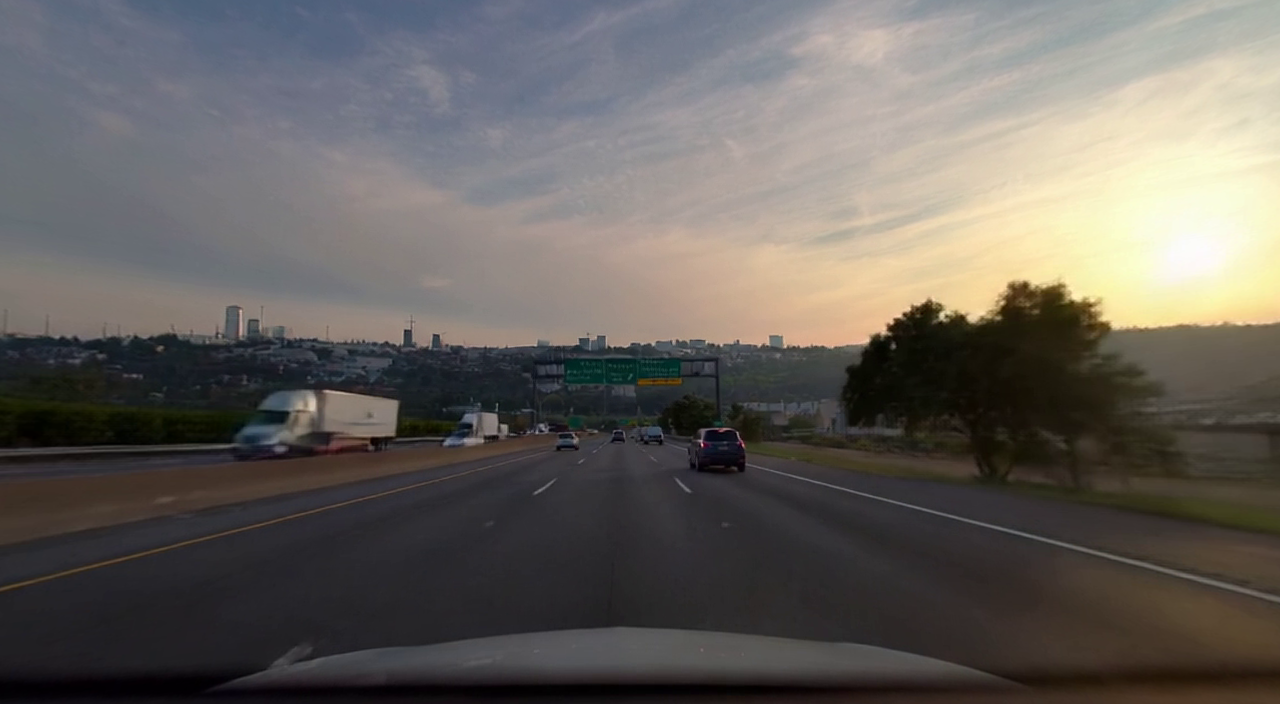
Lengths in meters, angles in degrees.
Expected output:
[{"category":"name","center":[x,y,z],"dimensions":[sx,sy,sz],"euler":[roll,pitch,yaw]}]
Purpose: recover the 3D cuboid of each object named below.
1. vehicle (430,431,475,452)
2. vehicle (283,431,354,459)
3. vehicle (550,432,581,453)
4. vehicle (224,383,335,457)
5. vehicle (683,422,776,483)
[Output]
[{"category":"vehicle","center":[-14.053,6.725,47.527],"dimensions":[2.037,1.495,4.668],"euler":[0,-8,-1]},{"category":"vehicle","center":[-17.312,5.005,34.119],"dimensions":[1.885,1.441,3.879],"euler":[0,-8,-1]},{"category":"vehicle","center":[-5.657,6.935,48.458],"dimensions":[1.996,1.518,4.229],"euler":[0,-8,-2]},{"category":"vehicle","center":[-21.023,4.099,37.221],"dimensions":[3.007,3.981,5.933],"euler":[0,-8,-2]},{"category":"vehicle","center":[2.582,3.014,19.218],"dimensions":[2.022,1.637,4.229],"euler":[0,-8,-3]}]
